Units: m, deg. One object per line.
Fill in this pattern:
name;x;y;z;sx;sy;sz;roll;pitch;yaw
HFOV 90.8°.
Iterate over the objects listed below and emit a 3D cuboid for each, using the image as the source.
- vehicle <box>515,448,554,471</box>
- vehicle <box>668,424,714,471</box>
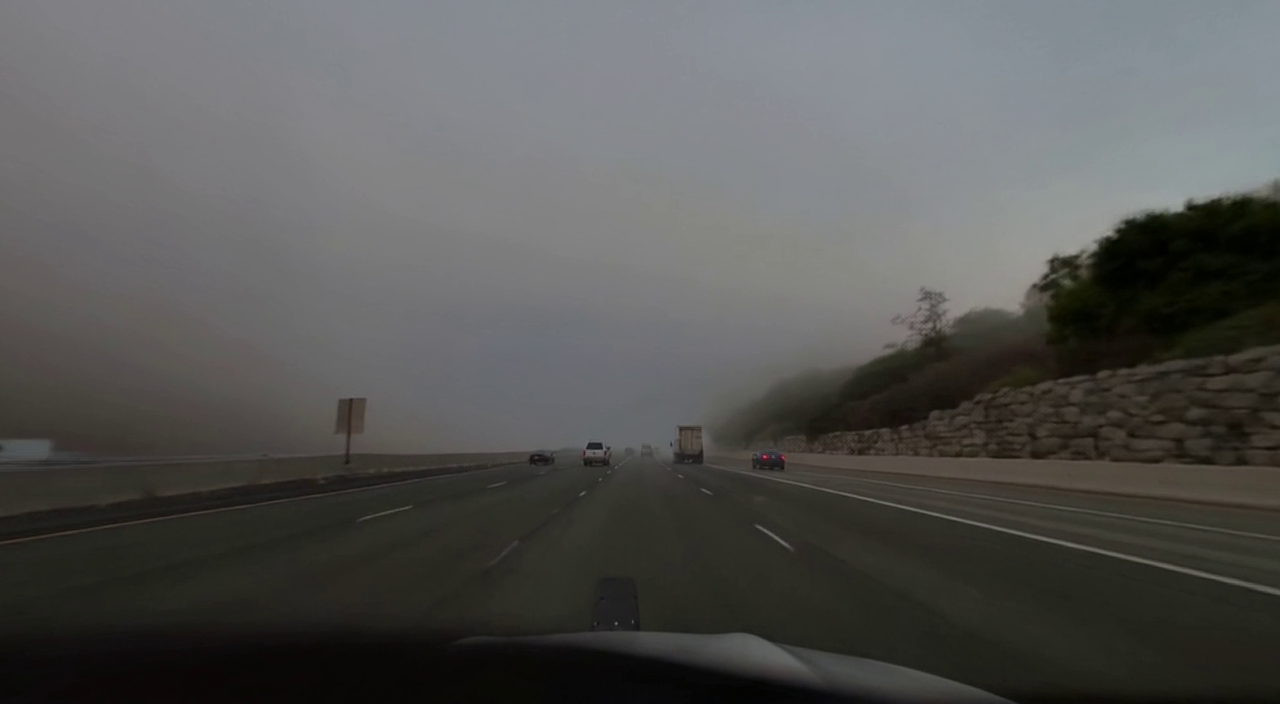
vehicle;-7.620;7.807;46.049;2.102;1.522;4.394;0;-8;0
vehicle;3.689;7.162;47.502;2.795;3.187;7.205;0;-8;0
